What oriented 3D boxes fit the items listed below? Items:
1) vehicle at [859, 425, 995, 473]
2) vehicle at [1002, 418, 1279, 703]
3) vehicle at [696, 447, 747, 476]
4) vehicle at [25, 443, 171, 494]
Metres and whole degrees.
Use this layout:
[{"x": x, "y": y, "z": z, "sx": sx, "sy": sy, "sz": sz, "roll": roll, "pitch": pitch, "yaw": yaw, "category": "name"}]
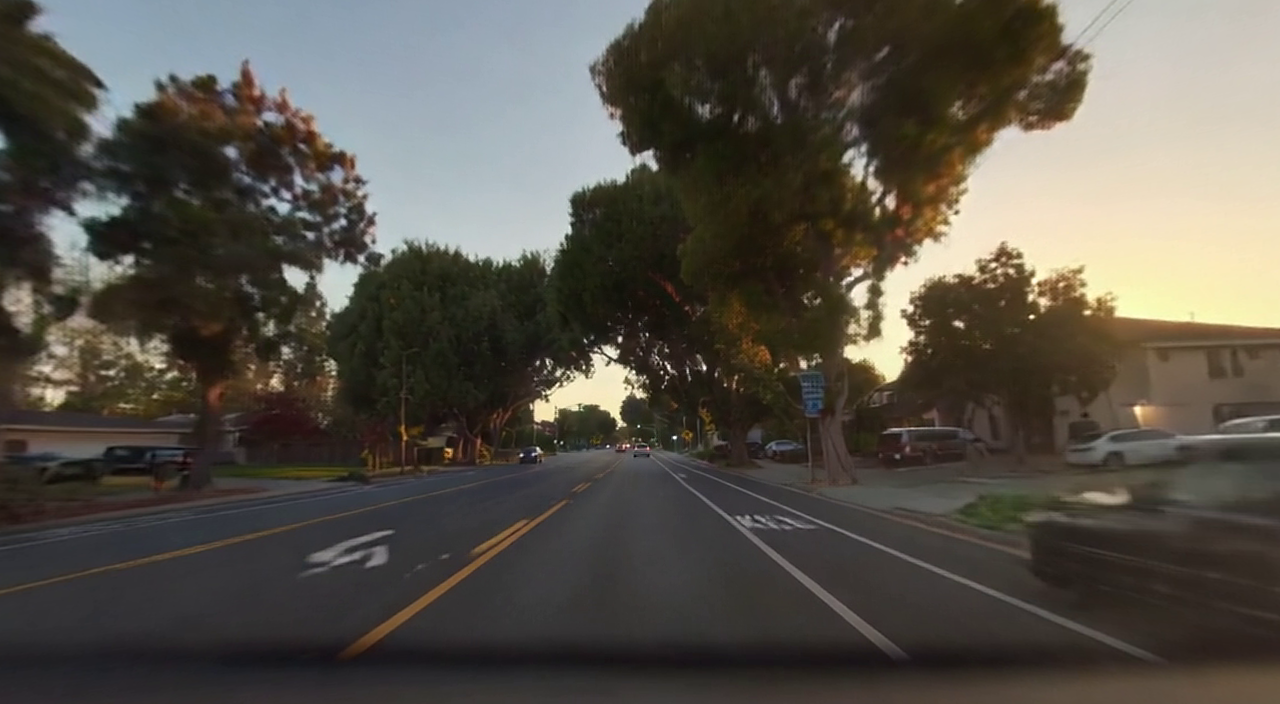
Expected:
[{"x": 12.527, "y": 4.268, "z": 27.785, "sx": 4.857, "sy": 1.987, "sz": 2.296, "roll": 0, "pitch": -9, "yaw": 0, "category": "vehicle"}, {"x": 4.560, "y": 1.096, "z": 3.095, "sx": 2.154, "sy": 1.550, "sz": 5.785, "roll": 0, "pitch": -9, "yaw": 0, "category": "vehicle"}, {"x": 4.518, "y": 6.144, "z": 35.640, "sx": 1.968, "sy": 1.467, "sz": 5.107, "roll": 0, "pitch": -9, "yaw": -3, "category": "vehicle"}, {"x": -21.648, "y": 4.622, "z": 25.280, "sx": 4.052, "sy": 1.641, "sz": 1.939, "roll": -4, "pitch": -7, "yaw": -2, "category": "vehicle"}]
